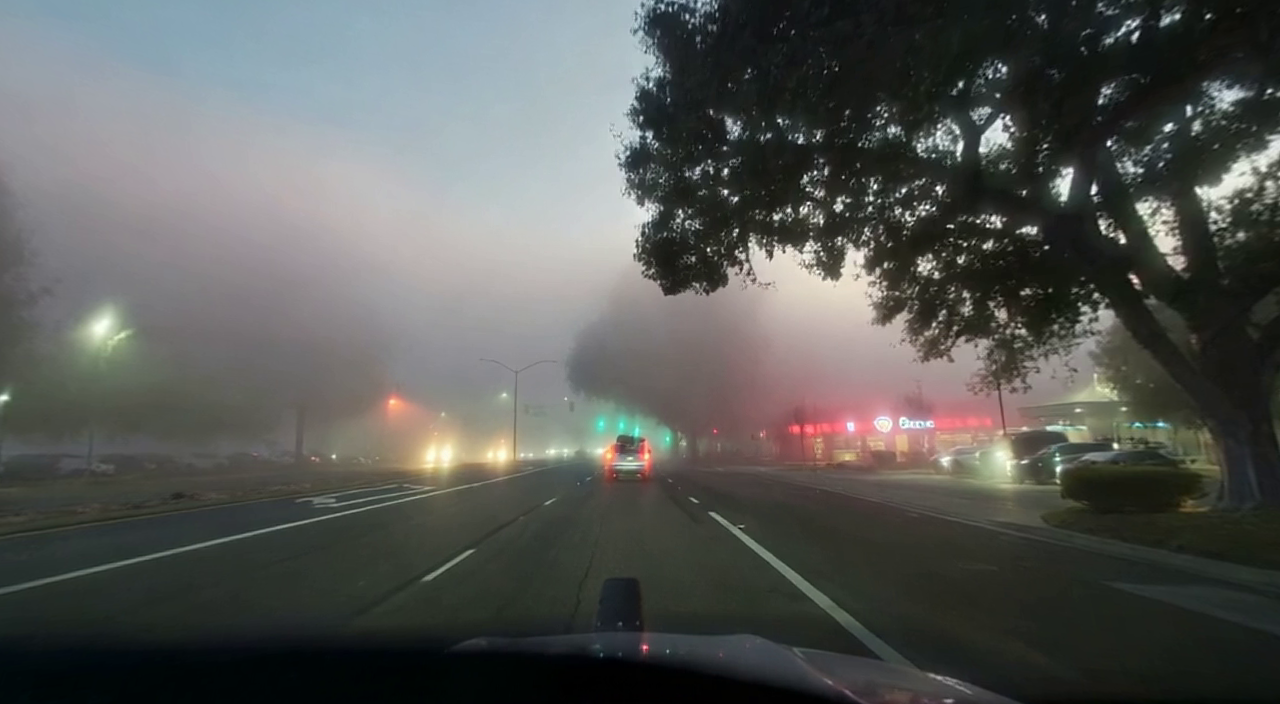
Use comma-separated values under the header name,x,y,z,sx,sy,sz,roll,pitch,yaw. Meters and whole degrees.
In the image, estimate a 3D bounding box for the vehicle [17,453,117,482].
name,x,y,z,sx,sy,sz,roll,pitch,yaw
vehicle,-33.741,6.789,37.238,4.154,1.578,1.771,0,-9,1

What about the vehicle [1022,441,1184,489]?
name,x,y,z,sx,sy,sz,roll,pitch,yaw
vehicle,16.454,4.026,22.623,4.290,1.617,1.751,0,-9,2

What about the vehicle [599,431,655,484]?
name,x,y,z,sx,sy,sz,roll,pitch,yaw
vehicle,-0.531,4.281,25.812,2.096,1.961,4.259,0,-9,-1
